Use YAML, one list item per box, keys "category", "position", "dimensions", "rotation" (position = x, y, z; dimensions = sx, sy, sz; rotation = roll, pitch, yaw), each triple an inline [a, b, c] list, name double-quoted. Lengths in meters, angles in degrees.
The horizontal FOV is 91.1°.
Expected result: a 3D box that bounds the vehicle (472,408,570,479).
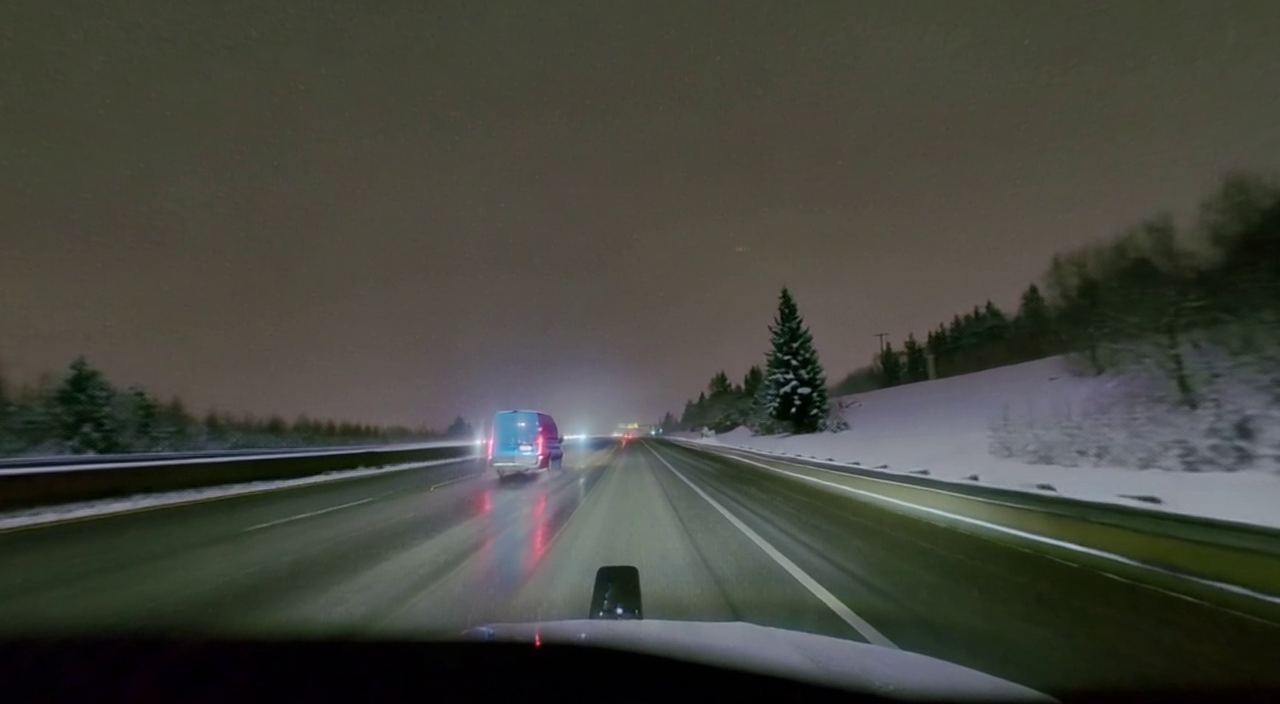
- category: "vehicle"
  position: [-3.711, 2.982, 20.703]
  dimensions: [2.309, 2.053, 4.884]
  rotation: [0, -8, 0]
